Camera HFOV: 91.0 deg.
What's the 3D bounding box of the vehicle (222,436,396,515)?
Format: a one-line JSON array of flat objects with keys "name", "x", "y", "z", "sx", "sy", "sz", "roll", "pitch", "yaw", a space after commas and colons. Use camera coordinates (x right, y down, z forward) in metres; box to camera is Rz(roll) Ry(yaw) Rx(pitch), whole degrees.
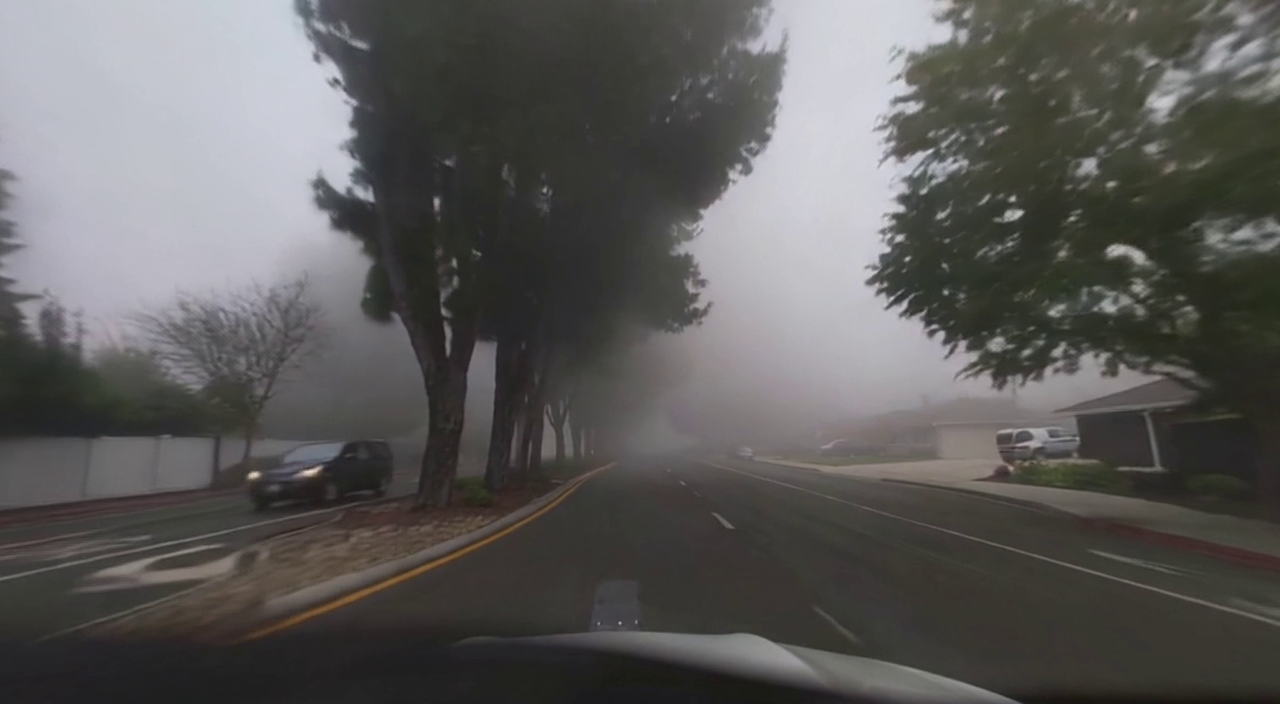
[{"name": "vehicle", "x": -8.285, "y": 3.104, "z": 16.341, "sx": 2.118, "sy": 1.733, "sz": 4.372, "roll": 0, "pitch": -9, "yaw": 0}]
